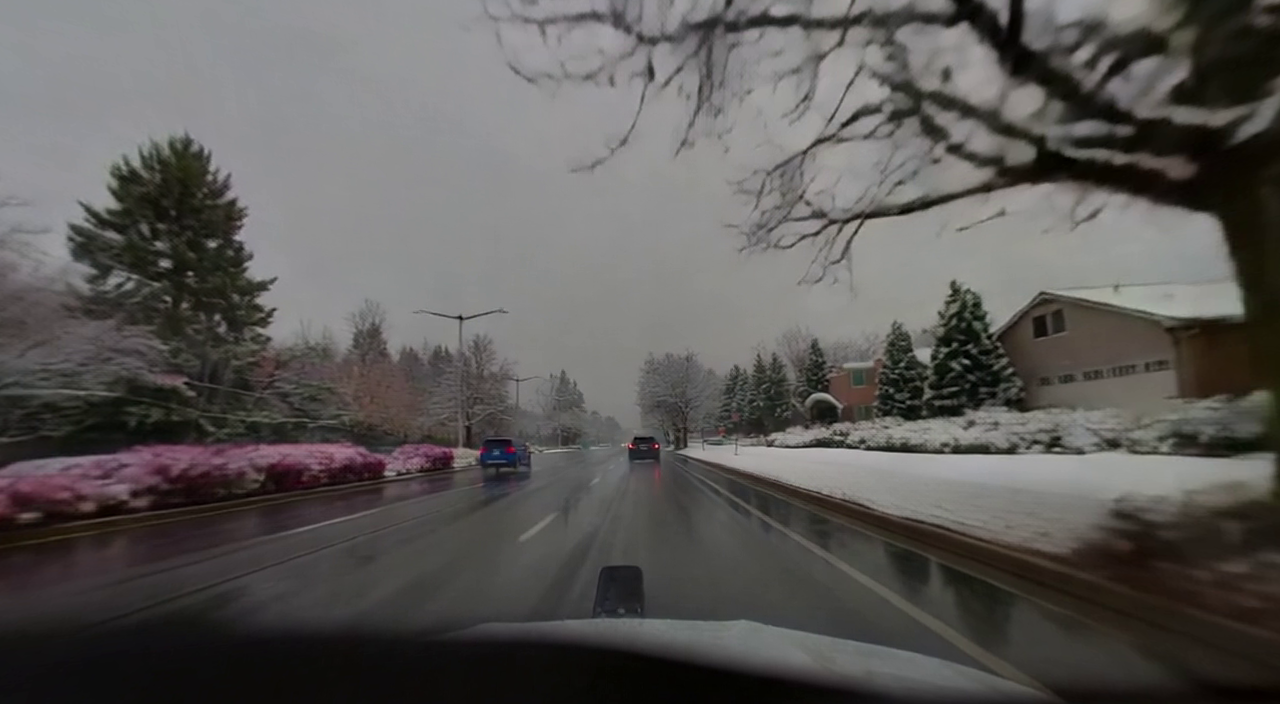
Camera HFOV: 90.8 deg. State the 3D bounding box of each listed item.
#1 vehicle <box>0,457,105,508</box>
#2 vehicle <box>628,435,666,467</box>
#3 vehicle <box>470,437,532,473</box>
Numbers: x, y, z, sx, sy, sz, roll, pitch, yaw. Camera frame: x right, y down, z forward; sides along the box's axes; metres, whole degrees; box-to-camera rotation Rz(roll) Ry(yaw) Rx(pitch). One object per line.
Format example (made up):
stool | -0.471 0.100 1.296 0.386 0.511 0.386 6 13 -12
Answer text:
vehicle | -20.764 4.281 20.933 1.877 1.507 4.722 0 -9 0
vehicle | 0.420 5.817 37.328 2.070 1.764 4.552 0 -9 1
vehicle | -6.838 5.135 31.627 1.993 1.657 4.487 0 -9 1
